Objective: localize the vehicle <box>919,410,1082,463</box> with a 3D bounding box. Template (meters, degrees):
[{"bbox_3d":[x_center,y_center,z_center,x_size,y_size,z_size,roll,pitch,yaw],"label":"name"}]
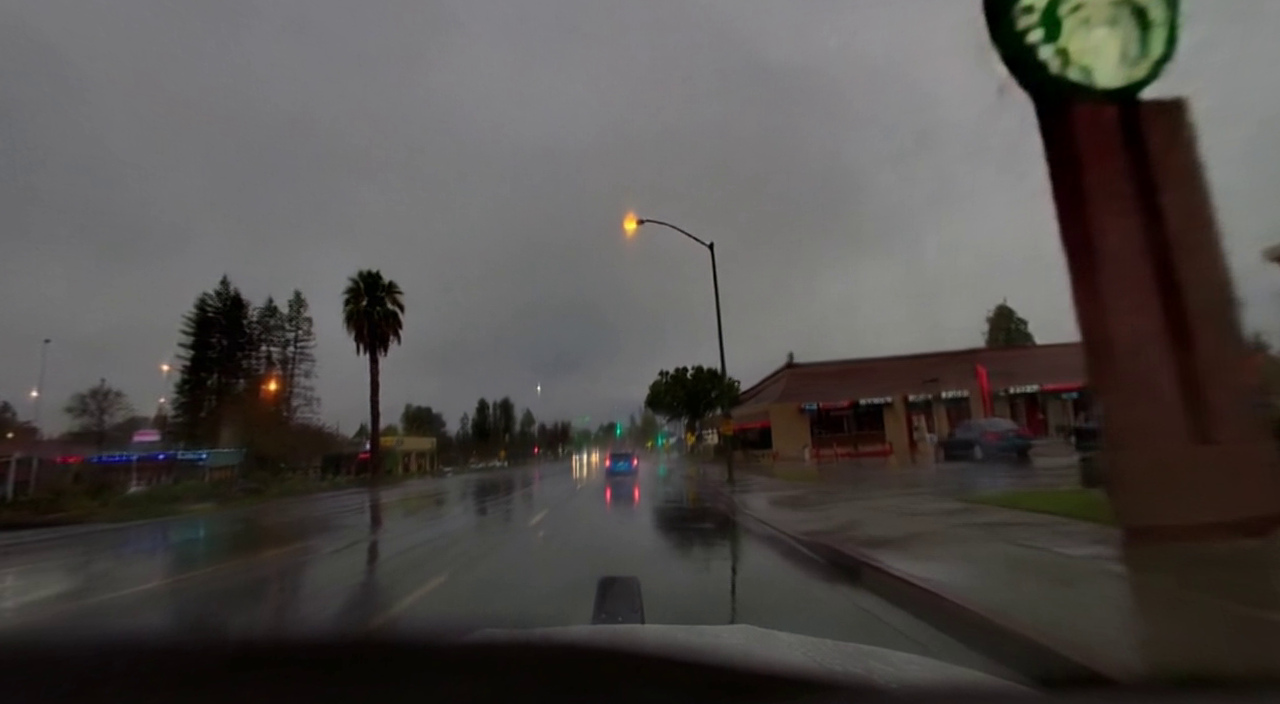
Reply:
[{"bbox_3d":[12.571,3.074,22.360,1.873,1.657,4.557,5,-11,-30],"label":"vehicle"}]

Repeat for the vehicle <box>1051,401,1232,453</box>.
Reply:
[{"bbox_3d":[17.815,2.789,22.714,1.856,1.665,4.574,5,-11,-32],"label":"vehicle"}]

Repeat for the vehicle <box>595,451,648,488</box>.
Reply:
[{"bbox_3d":[-0.788,5.183,28.142,2.156,1.462,4.495,0,-9,-1],"label":"vehicle"}]
